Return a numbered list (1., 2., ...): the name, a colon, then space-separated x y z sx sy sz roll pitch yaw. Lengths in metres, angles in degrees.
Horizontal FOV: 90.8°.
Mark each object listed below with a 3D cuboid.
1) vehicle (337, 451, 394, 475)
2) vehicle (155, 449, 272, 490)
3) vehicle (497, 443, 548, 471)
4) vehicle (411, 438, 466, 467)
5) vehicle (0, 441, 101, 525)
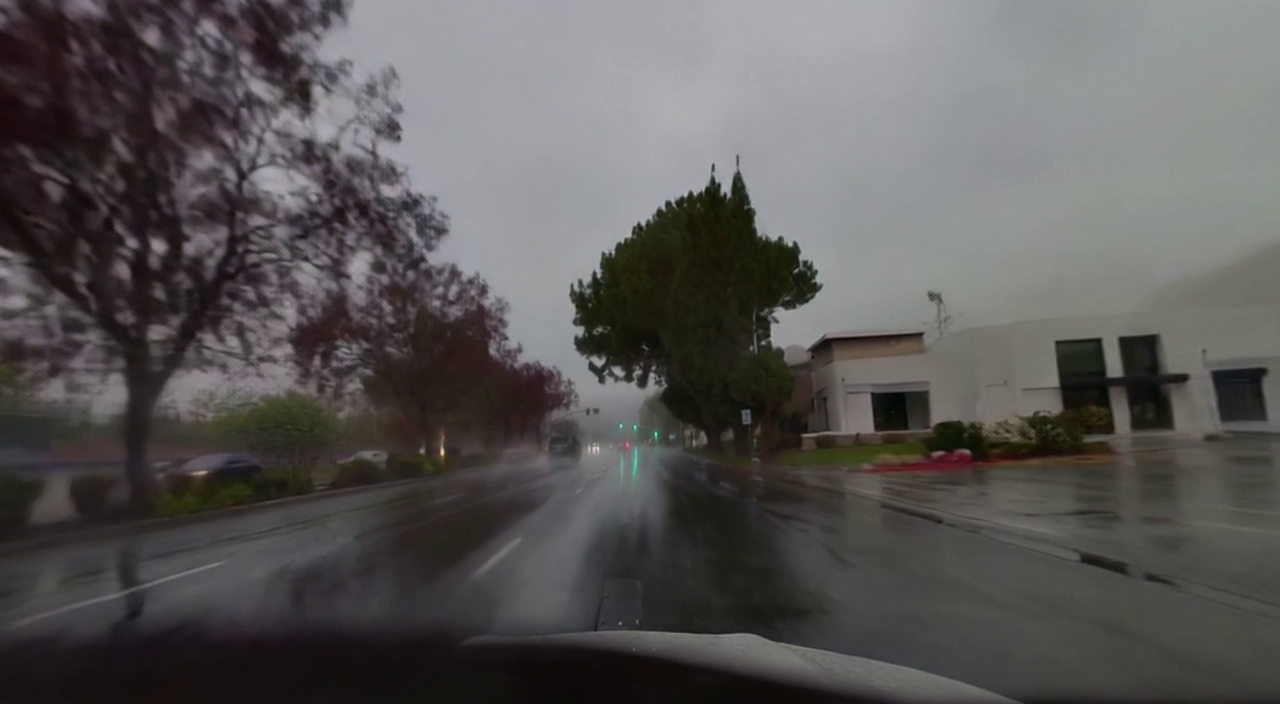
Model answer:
1. vehicle: -17.936 7.290 41.561 1.794 1.449 4.384 0 -9 0
2. vehicle: -18.049 4.942 27.042 1.874 1.587 4.492 0 -9 0
3. vehicle: -6.461 5.824 35.289 1.970 1.456 4.441 0 -9 0
4. vehicle: -15.095 7.569 47.676 2.326 2.030 5.373 0 -9 1
5. vehicle: -14.702 2.877 13.912 1.947 1.784 4.175 0 -9 0
